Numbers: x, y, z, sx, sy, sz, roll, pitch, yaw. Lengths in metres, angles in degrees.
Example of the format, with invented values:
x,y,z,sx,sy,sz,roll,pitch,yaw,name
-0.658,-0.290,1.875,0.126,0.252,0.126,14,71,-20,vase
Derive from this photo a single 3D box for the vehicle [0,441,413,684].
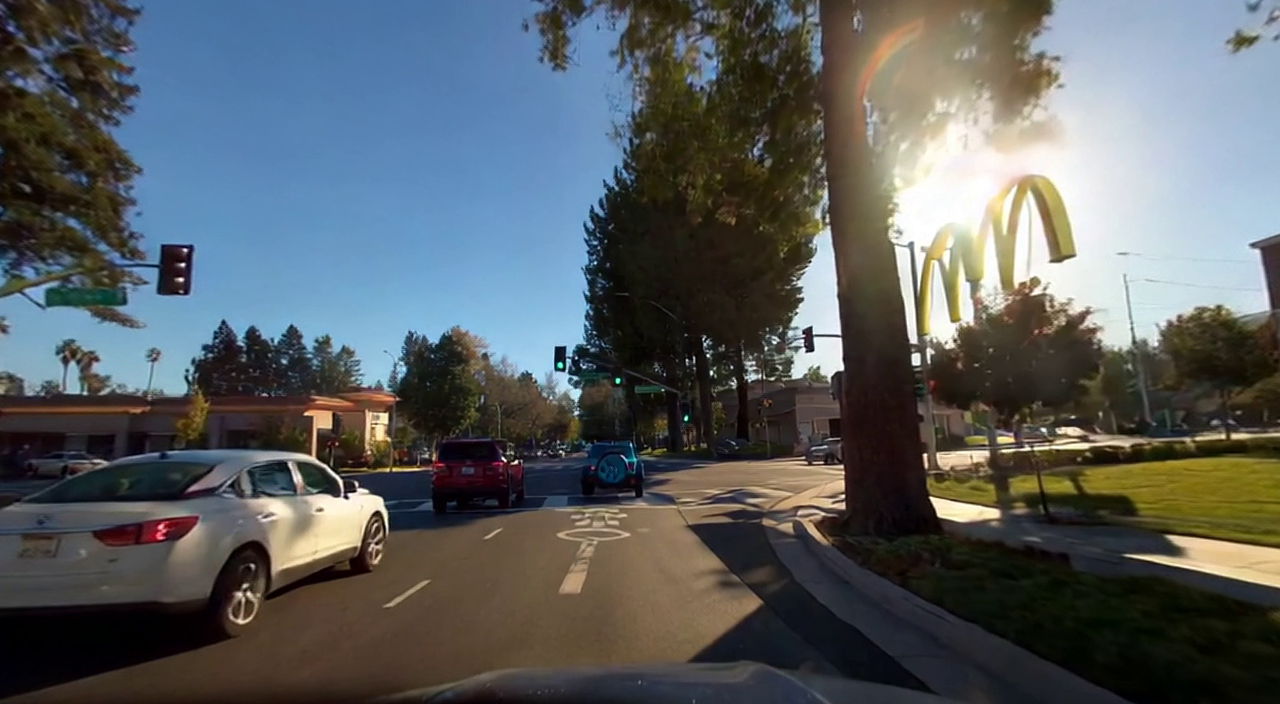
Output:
x,y,z,sx,sy,sz,roll,pitch,yaw,name
-4.025,1.644,6.235,1.941,1.479,4.541,0,-8,-1,vehicle

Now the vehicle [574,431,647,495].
x,y,z,sx,sy,sz,roll,pitch,yaw,name
-1.042,3.730,21.571,2.224,1.923,4.643,1,-9,-4,vehicle

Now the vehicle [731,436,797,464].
x,y,z,sx,sy,sz,roll,pitch,yaw,name
9.569,7.550,48.717,4.432,1.680,1.971,-2,-7,-23,vehicle

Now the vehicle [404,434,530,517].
x,y,z,sx,sy,sz,roll,pitch,yaw,name
-4.256,3.093,16.396,2.130,1.819,4.497,0,-8,-2,vehicle
